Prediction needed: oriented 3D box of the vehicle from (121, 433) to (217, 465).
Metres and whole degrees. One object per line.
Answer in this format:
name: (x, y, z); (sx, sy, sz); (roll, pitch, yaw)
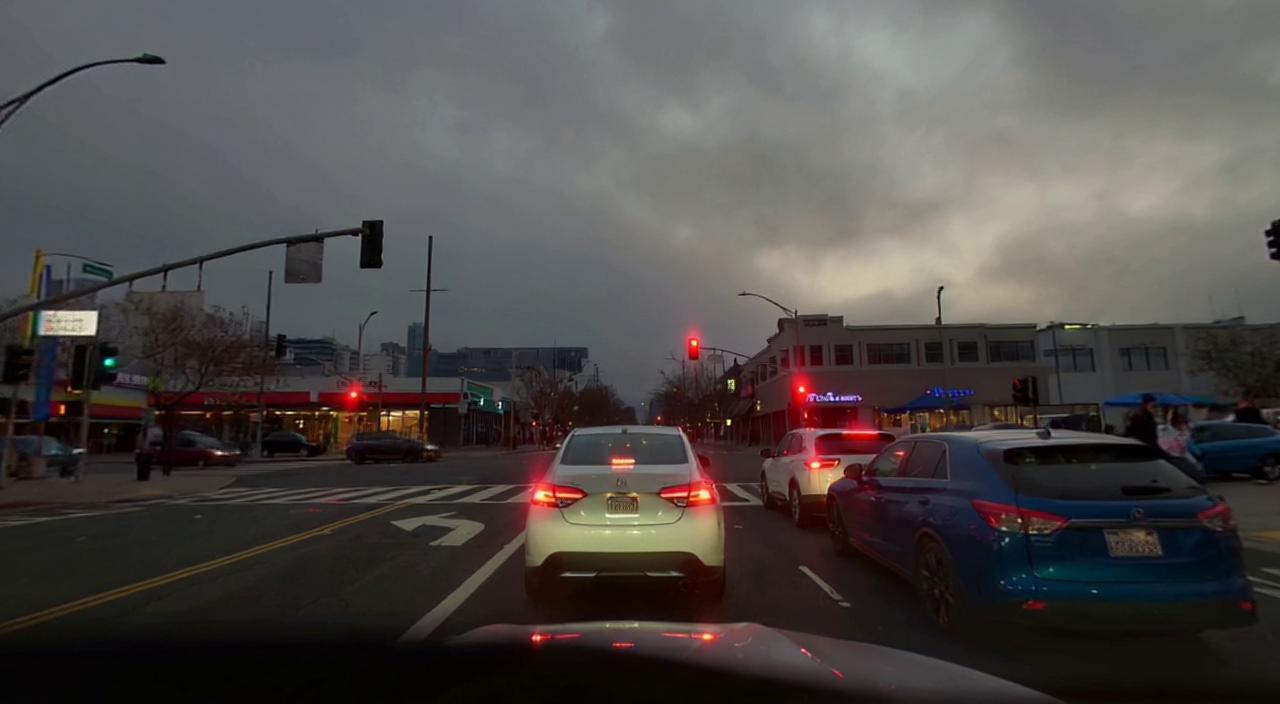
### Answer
vehicle: (-25.300, 5.216, 33.971); (4.253, 1.570, 2.132); (-4, -9, 22)

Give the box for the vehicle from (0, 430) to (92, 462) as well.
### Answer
vehicle: (-32.091, 5.076, 34.129); (4.164, 1.652, 2.087); (-4, -9, 25)

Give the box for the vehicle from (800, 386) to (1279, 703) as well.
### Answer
vehicle: (3.032, 1.331, 5.582); (1.983, 1.654, 4.354); (0, -8, -2)

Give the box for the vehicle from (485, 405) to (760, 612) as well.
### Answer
vehicle: (-0.139, 1.560, 7.318); (2.123, 1.589, 4.702); (0, -8, 0)
